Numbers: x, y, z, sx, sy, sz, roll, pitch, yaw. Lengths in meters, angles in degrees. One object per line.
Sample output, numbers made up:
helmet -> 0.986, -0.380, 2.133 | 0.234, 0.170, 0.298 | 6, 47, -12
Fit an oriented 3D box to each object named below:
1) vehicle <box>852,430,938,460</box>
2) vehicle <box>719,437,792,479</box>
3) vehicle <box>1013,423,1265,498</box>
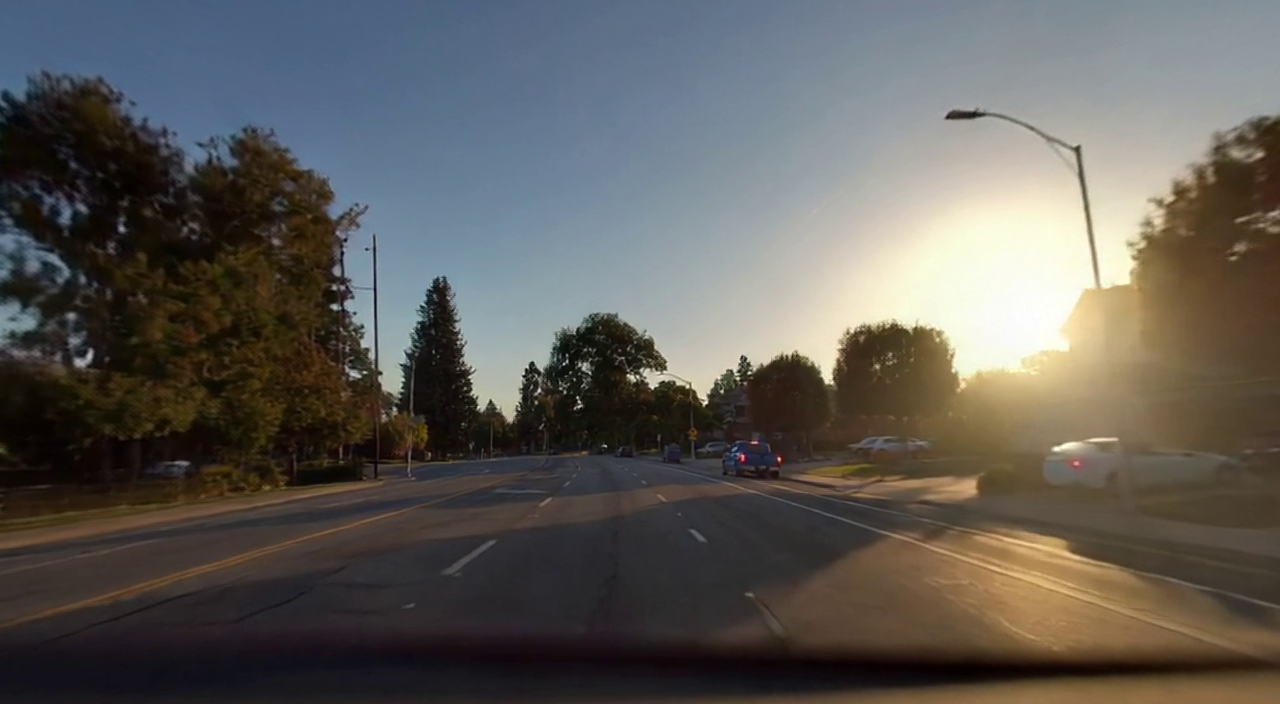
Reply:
vehicle -> 16.342, 5.984, 40.669 | 4.623, 1.741, 1.924 | -2, -8, -3
vehicle -> 5.608, 5.205, 31.419 | 2.285, 1.868, 5.575 | 0, -9, -3
vehicle -> 11.427, 2.506, 14.737 | 4.220, 1.603, 1.884 | 0, -9, 0
